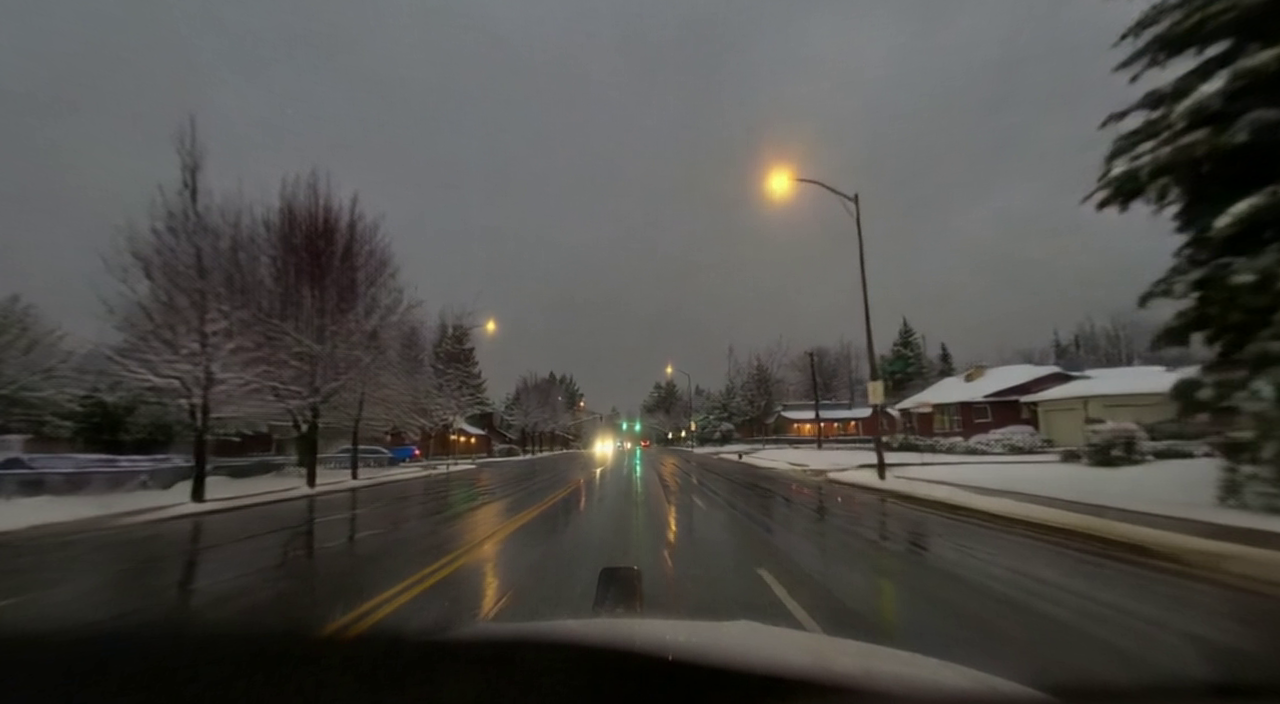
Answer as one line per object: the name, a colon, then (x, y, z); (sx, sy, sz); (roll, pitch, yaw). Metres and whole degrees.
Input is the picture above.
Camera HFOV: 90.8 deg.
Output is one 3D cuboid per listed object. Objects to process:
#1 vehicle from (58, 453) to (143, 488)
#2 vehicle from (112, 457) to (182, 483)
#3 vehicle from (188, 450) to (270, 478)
vehicle: (-28.254, 6.138, 33.067); (4.425, 1.570, 1.959); (-4, -9, 31)
vehicle: (-28.031, 6.687, 35.887); (3.738, 1.379, 1.627); (-5, -10, 28)
vehicle: (-23.681, 6.408, 36.331); (4.791, 1.421, 1.985); (-4, -10, 31)
